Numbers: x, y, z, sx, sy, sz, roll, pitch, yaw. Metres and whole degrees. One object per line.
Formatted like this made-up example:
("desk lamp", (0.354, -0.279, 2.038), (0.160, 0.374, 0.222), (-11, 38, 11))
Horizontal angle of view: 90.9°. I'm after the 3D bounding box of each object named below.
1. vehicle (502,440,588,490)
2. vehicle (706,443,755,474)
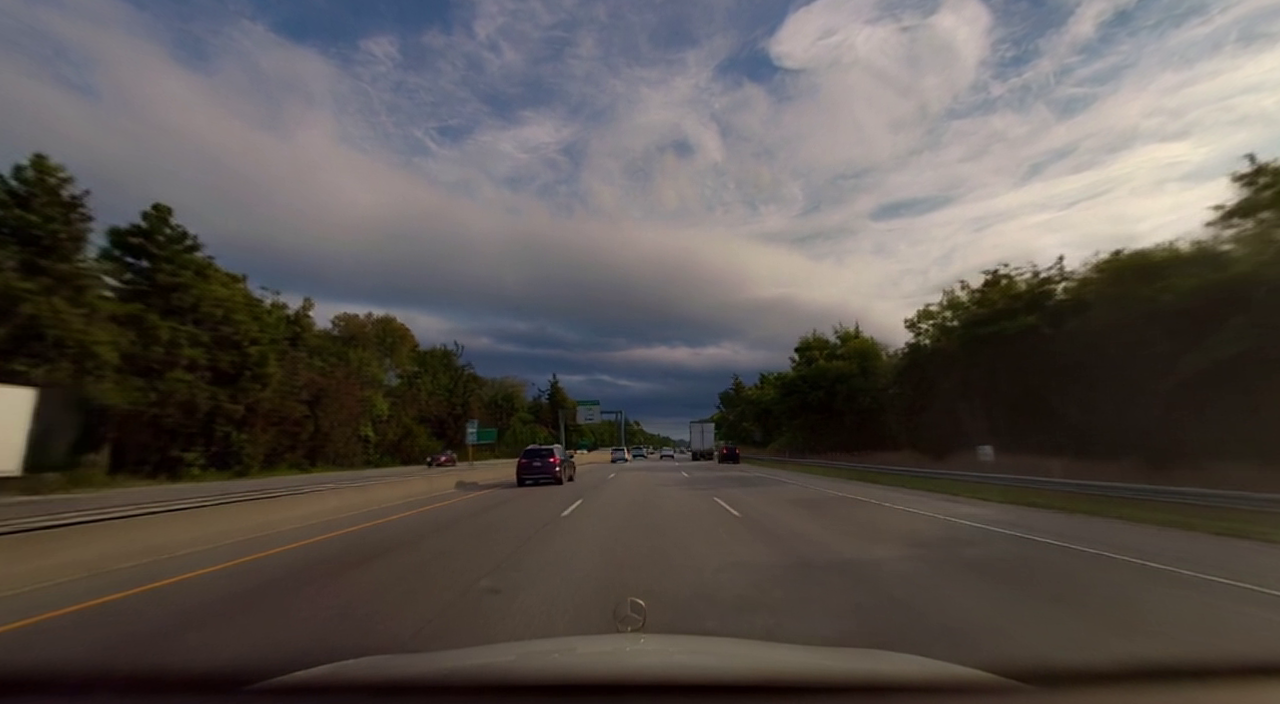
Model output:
("vehicle", (-3.180, 3.918, 22.177), (2.085, 1.530, 4.809), (0, -9, 2))
("vehicle", (4.964, 5.915, 35.091), (2.176, 1.598, 3.878), (0, -9, 1))
